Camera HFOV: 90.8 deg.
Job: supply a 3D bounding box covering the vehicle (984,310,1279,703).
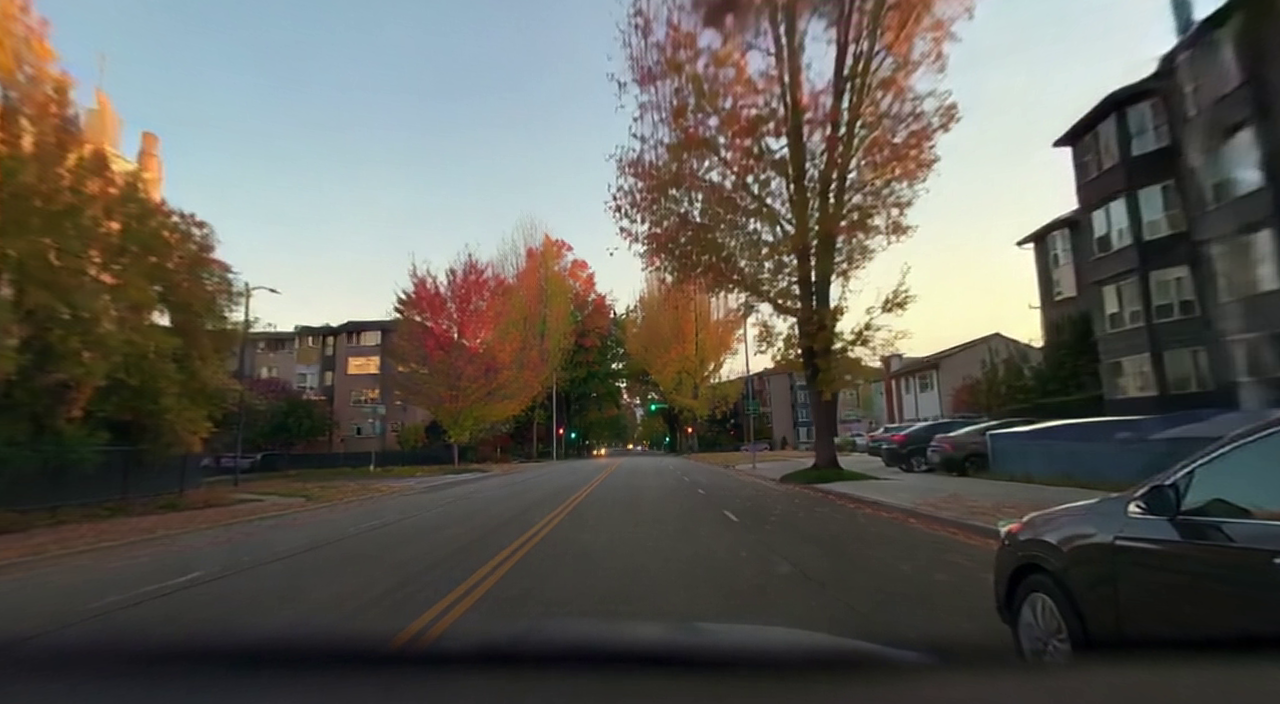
[{"bbox_3d":[3.118,0.653,1.159,2.224,1.791,4.834,0,-8,0],"label":"vehicle"}]
